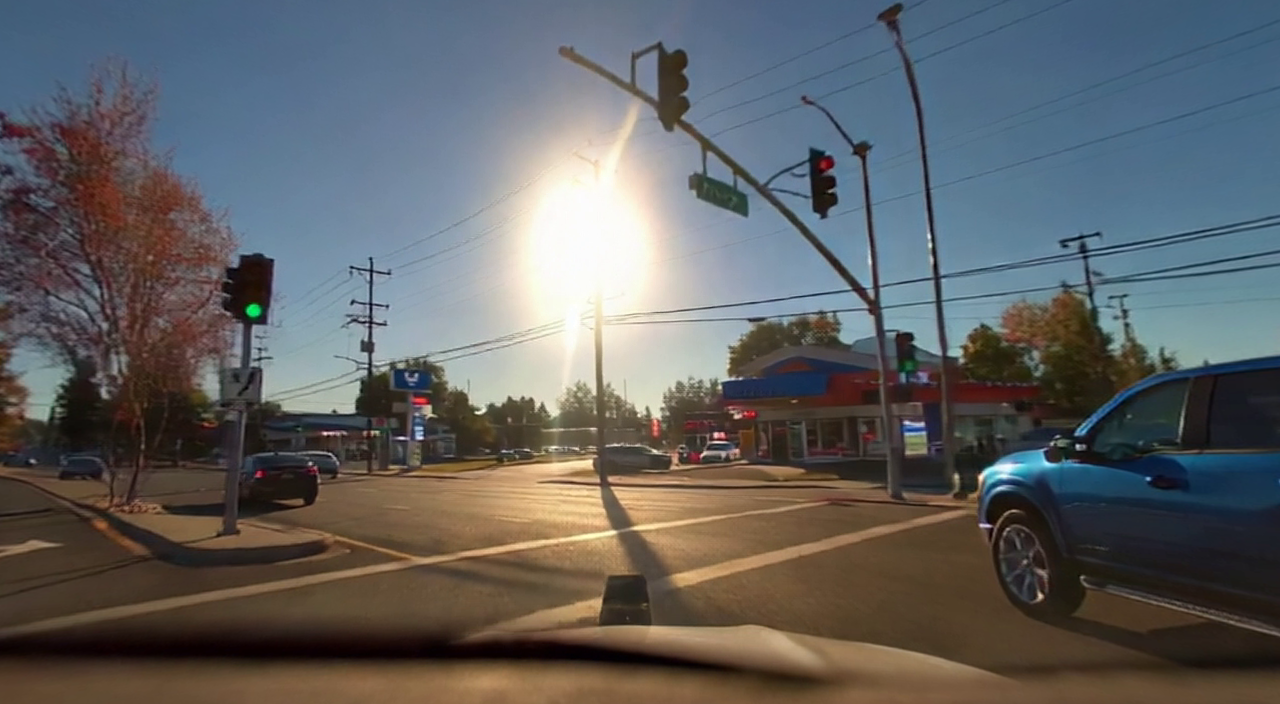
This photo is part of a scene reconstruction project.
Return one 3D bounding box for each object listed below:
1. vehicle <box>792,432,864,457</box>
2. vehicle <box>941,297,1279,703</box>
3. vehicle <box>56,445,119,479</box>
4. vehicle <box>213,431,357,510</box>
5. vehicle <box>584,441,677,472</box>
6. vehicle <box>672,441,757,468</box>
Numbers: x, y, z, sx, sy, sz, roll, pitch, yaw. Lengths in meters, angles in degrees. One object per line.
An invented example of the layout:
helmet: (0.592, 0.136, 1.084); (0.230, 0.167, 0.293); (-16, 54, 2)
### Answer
vehicle: (13.804, 6.792, 46.426); (4.669, 1.726, 1.883); (-7, -11, 42)
vehicle: (3.564, 0.654, 2.155); (2.036, 1.818, 5.192); (1, -8, -6)
vehicle: (-30.940, 6.089, 35.227); (4.498, 1.725, 1.921); (-7, -11, 41)
vehicle: (-9.935, 3.156, 17.448); (2.141, 1.842, 4.889); (8, -11, -44)
vehicle: (-0.438, 5.485, 33.394); (4.661, 1.480, 1.913); (6, -10, -36)
vehicle: (4.217, 5.792, 35.854); (4.495, 1.399, 1.715); (3, -9, -20)
